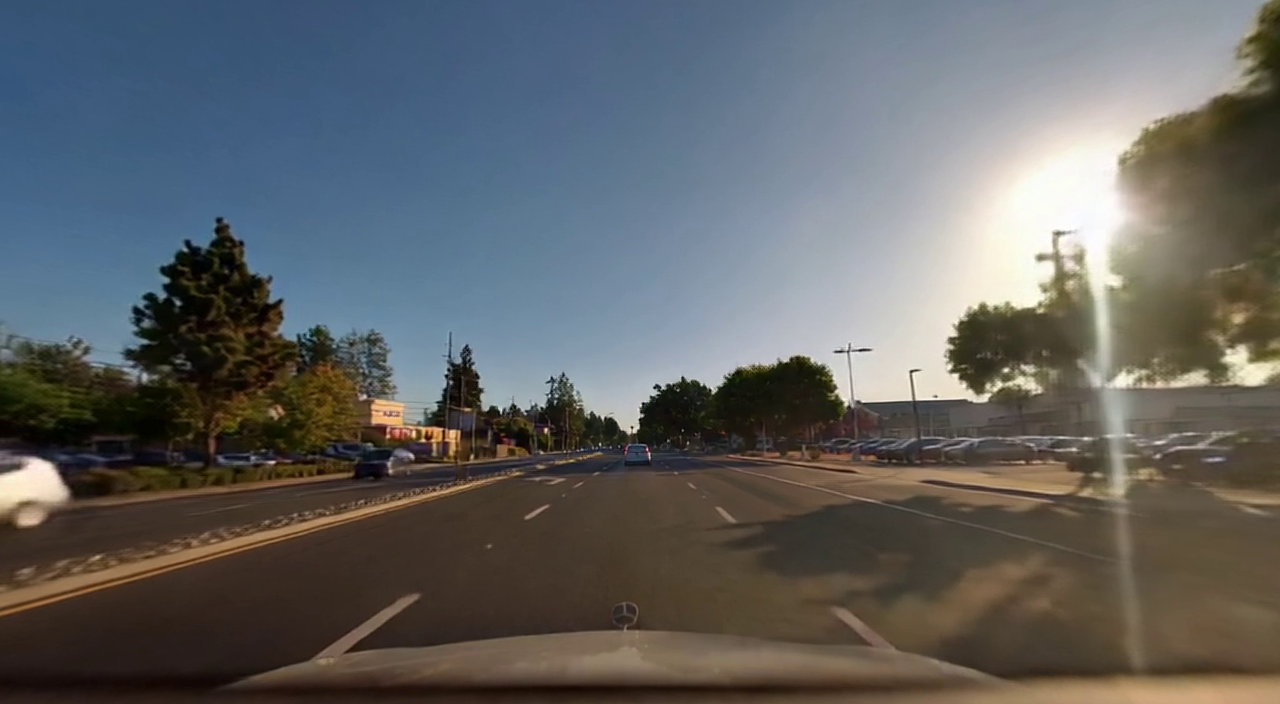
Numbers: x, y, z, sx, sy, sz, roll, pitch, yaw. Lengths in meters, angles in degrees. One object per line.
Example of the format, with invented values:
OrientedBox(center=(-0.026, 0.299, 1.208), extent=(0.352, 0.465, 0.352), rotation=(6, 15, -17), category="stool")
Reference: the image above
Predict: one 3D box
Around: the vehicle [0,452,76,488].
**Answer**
OrientedBox(center=(-27.737, 5.083, 27.314), extent=(4.563, 1.480, 1.946), rotation=(0, -9, 0), category="vehicle")

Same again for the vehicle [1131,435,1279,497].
OrientedBox(center=(16.289, 3.034, 17.087), extent=(1.949, 1.458, 4.865), rotation=(0, -9, 0), category="vehicle")

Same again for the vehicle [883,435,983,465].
OrientedBox(center=(17.905, 6.007, 38.680), extent=(5.083, 1.778, 2.063), rotation=(0, -9, 0), category="vehicle")

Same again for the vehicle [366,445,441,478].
OrientedBox(center=(-11.924, 5.551, 32.120), extent=(2.041, 1.553, 4.433), rotation=(0, -9, 1), category="vehicle")

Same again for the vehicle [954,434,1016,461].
OrientedBox(center=(26.678, 7.460, 48.893), extent=(2.046, 1.893, 5.097), rotation=(-3, -9, 2), category="vehicle")

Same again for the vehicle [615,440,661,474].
OrientedBox(center=(-0.121, 4.854, 29.161), extent=(1.998, 1.452, 3.773), rotation=(0, -9, -1), category="vehicle")

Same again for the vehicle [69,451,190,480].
OrientedBox(center=(-26.924, 5.995, 33.330), extent=(4.660, 1.446, 1.870), rotation=(1, -9, -3), category="vehicle")

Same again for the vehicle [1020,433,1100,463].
OrientedBox(center=(28.006, 6.462, 42.212), extent=(1.991, 1.877, 5.024), rotation=(0, -9, 1), category="vehicle")
